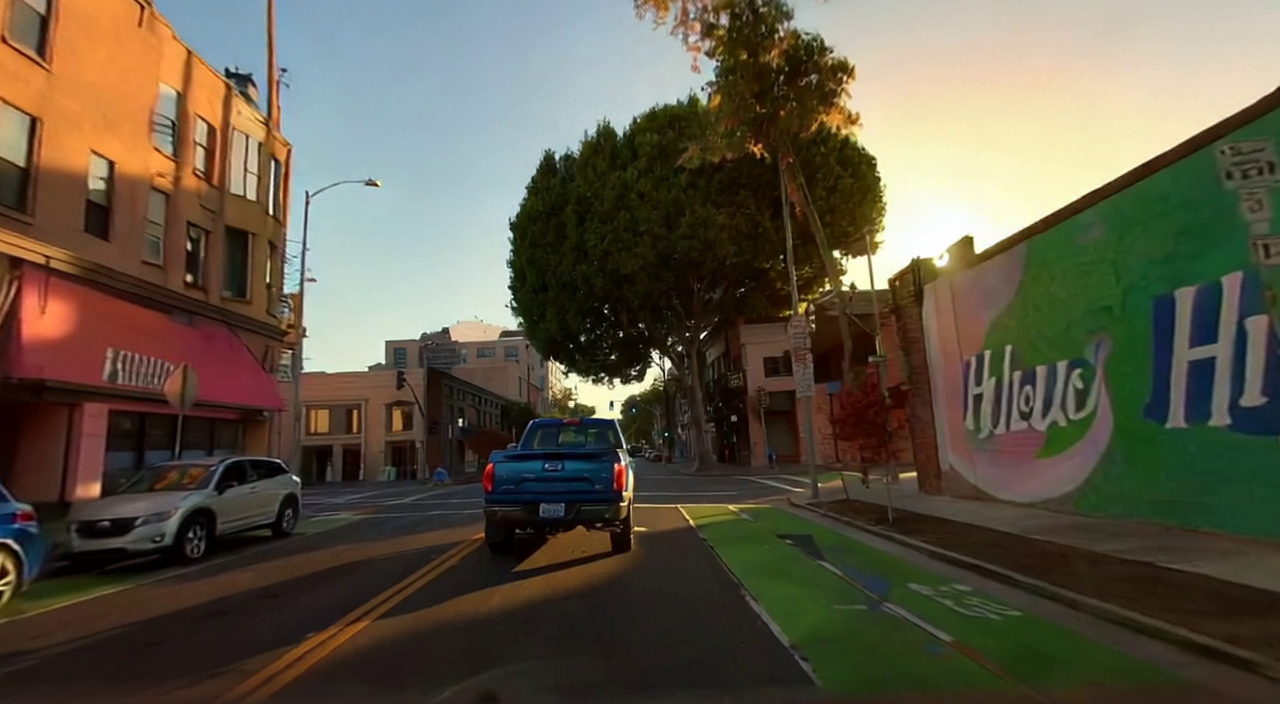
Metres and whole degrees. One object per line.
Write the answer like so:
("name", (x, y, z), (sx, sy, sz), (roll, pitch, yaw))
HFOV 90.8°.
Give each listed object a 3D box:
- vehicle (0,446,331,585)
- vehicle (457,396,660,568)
("vehicle", (-7.441, 2.480, 10.686), (1.884, 1.730, 5.076), (0, -8, -1))
("vehicle", (-0.893, 1.766, 9.320), (2.215, 1.882, 4.611), (0, -8, 0))
